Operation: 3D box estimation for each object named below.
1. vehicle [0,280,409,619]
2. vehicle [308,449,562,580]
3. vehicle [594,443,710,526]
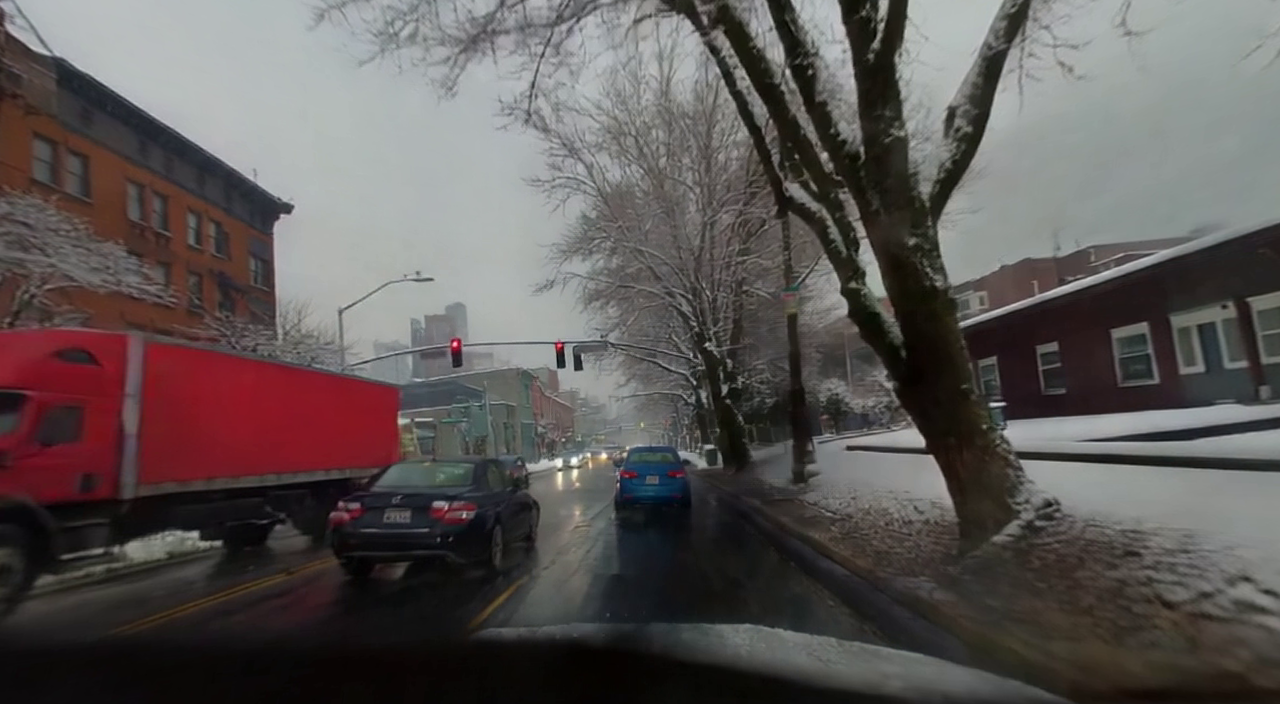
[{"bbox_3d":[-8.632,1.930,13.136,2.986,3.933,11.600,0,-8,1],"label":"vehicle"},{"bbox_3d":[-2.639,2.223,9.629,2.099,1.424,4.843,0,-8,2],"label":"vehicle"},{"bbox_3d":[0.229,2.683,13.381,2.094,1.478,3.922,0,-8,1],"label":"vehicle"}]
